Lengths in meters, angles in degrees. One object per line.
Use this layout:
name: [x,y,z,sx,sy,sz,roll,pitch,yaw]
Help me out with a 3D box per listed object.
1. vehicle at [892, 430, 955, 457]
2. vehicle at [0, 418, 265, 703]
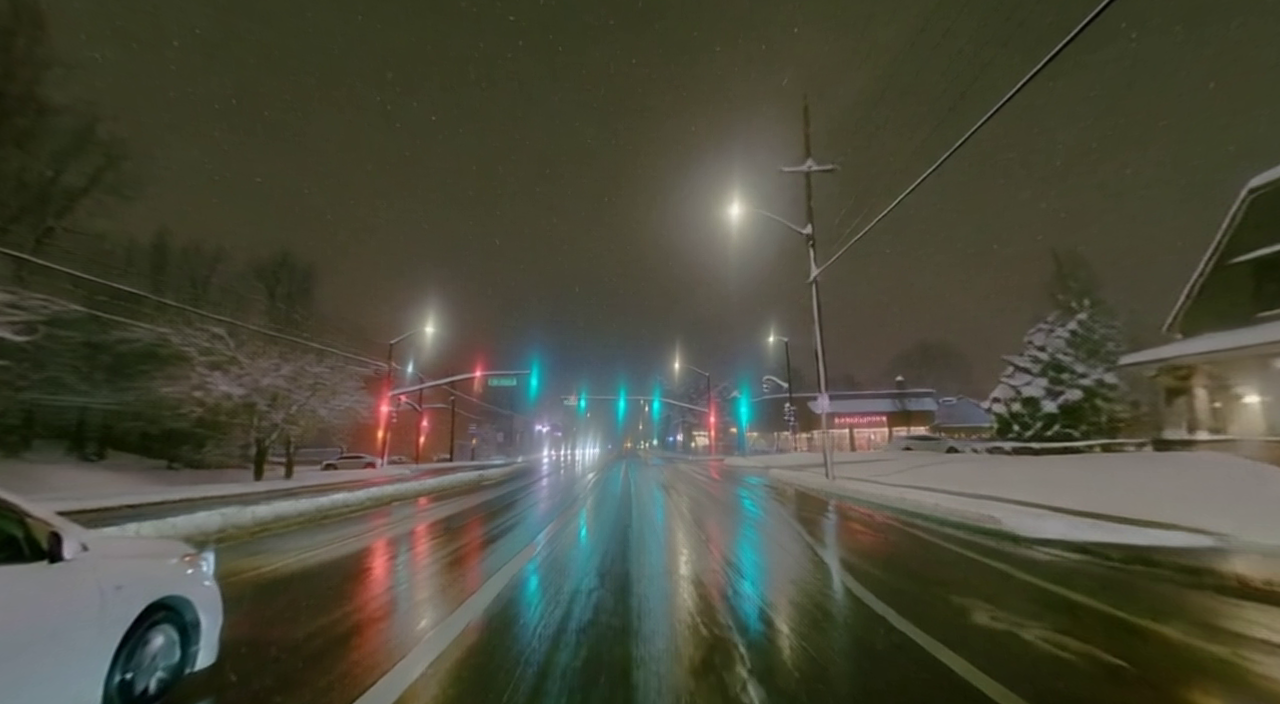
vehicle: [18.538,6.031,41.586,1.879,1.643,4.484,0,-8,-3]
vehicle: [-2.976,0.798,1.064,1.874,1.424,4.553,-1,-8,0]
